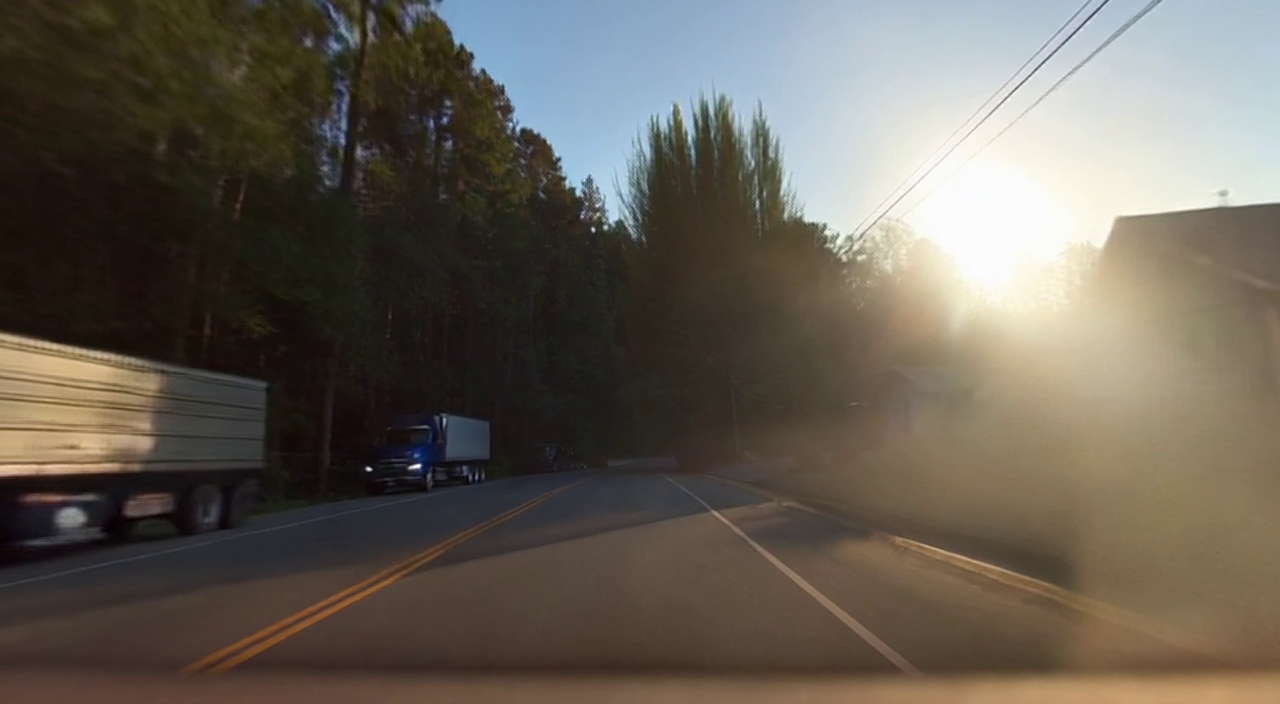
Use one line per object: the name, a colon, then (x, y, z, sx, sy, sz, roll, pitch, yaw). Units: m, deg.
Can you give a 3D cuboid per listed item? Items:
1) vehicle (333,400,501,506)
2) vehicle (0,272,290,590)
vehicle: (-8.257, 3.838, 25.383, 2.905, 3.359, 10.168, 0, -7, 1)
vehicle: (-8.214, 0.923, 7.316, 2.788, 3.365, 9.652, 0, -8, 0)
